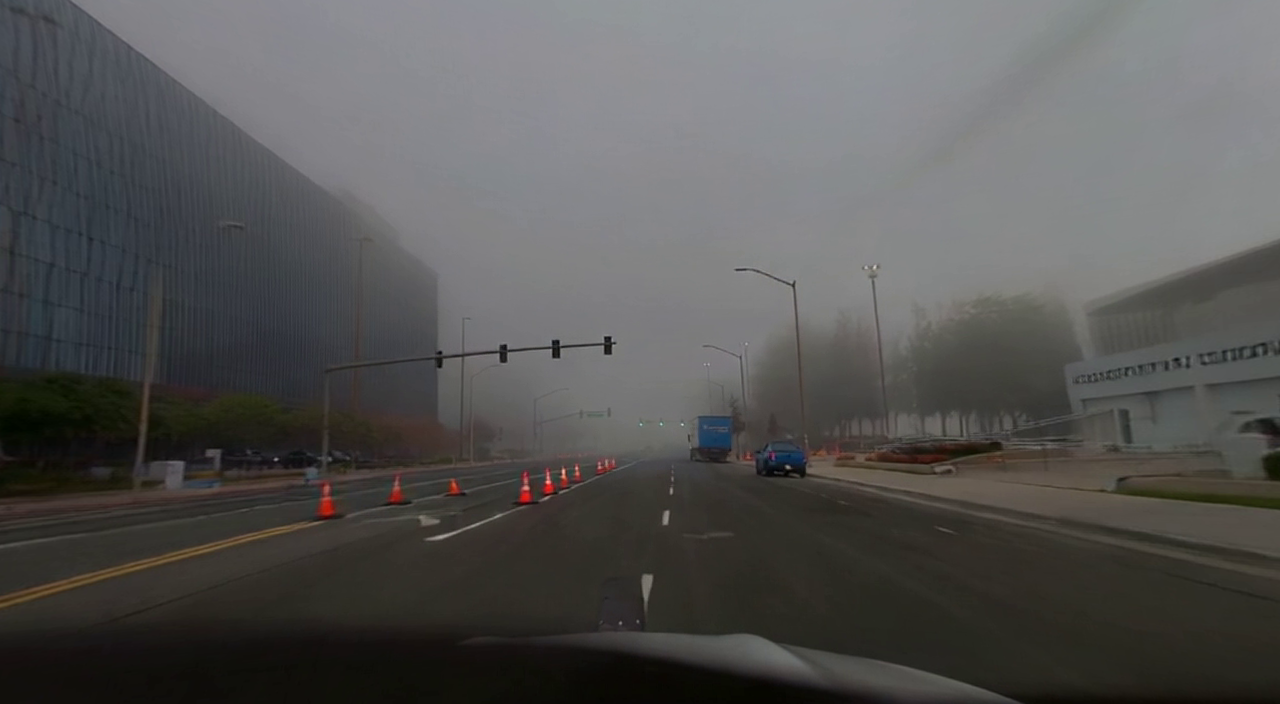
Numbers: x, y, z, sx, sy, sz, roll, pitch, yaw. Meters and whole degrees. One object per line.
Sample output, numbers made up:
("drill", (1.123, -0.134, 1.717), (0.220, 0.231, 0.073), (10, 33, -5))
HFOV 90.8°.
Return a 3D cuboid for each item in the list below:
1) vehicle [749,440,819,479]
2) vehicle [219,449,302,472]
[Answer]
("vehicle", (6.441, 4.856, 28.861), (2.098, 1.619, 4.433), (0, -8, -1))
("vehicle", (-25.268, 7.206, 42.184), (4.237, 1.490, 1.901), (0, -8, -1))
